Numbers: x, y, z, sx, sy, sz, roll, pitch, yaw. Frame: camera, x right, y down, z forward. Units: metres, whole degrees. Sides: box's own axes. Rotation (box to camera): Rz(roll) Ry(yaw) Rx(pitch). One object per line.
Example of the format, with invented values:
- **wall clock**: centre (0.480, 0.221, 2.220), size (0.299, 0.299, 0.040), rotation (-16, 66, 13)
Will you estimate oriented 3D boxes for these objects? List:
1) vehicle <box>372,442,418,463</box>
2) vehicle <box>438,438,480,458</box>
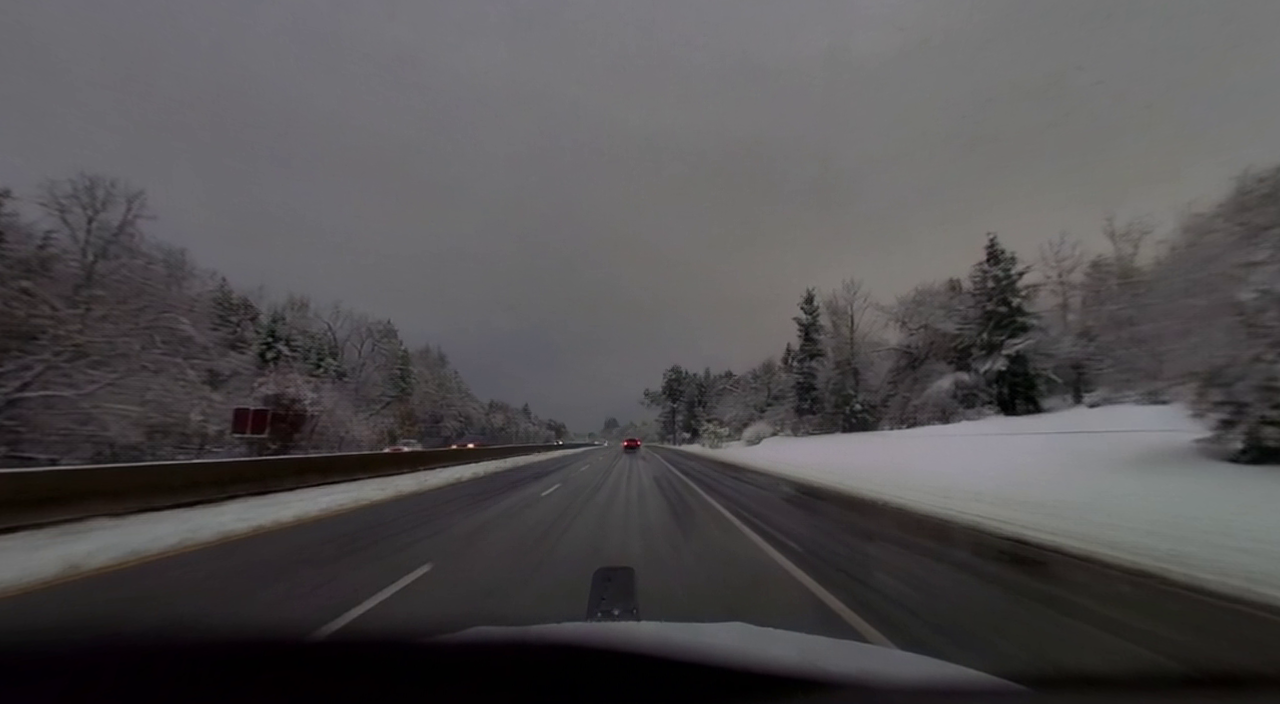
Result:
- **vehicle**: centre (-17.940, 7.380, 46.329), size (1.907, 1.441, 3.867), rotation (0, -8, -1)
- **vehicle**: centre (-14.024, 7.465, 48.981), size (2.049, 1.467, 3.924), rotation (-1, -8, 0)
